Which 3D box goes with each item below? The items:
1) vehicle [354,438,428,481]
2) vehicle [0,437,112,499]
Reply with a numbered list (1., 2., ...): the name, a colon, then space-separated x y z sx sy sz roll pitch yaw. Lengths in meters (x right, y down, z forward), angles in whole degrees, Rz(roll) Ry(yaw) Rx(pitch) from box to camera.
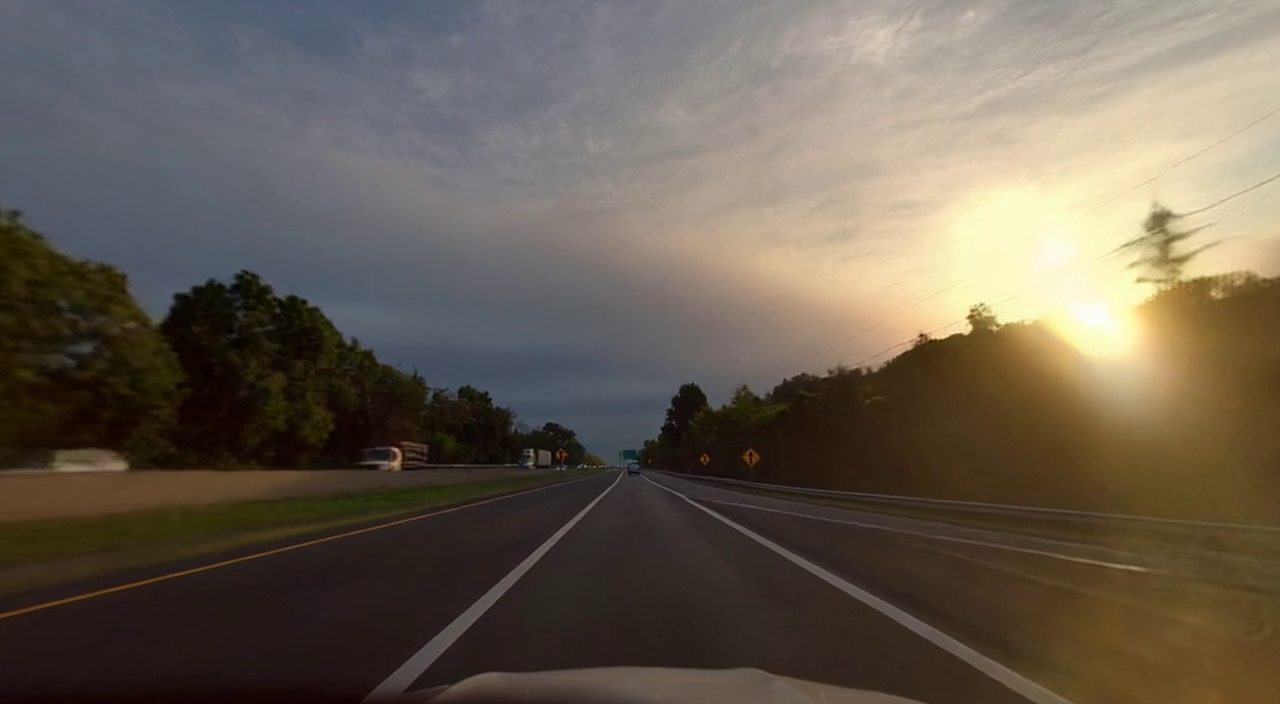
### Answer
1. vehicle: -16.291 7.134 41.747 2.394 2.591 6.055 1 -10 0
2. vehicle: -16.132 2.955 16.105 1.780 1.458 3.948 1 -10 0
